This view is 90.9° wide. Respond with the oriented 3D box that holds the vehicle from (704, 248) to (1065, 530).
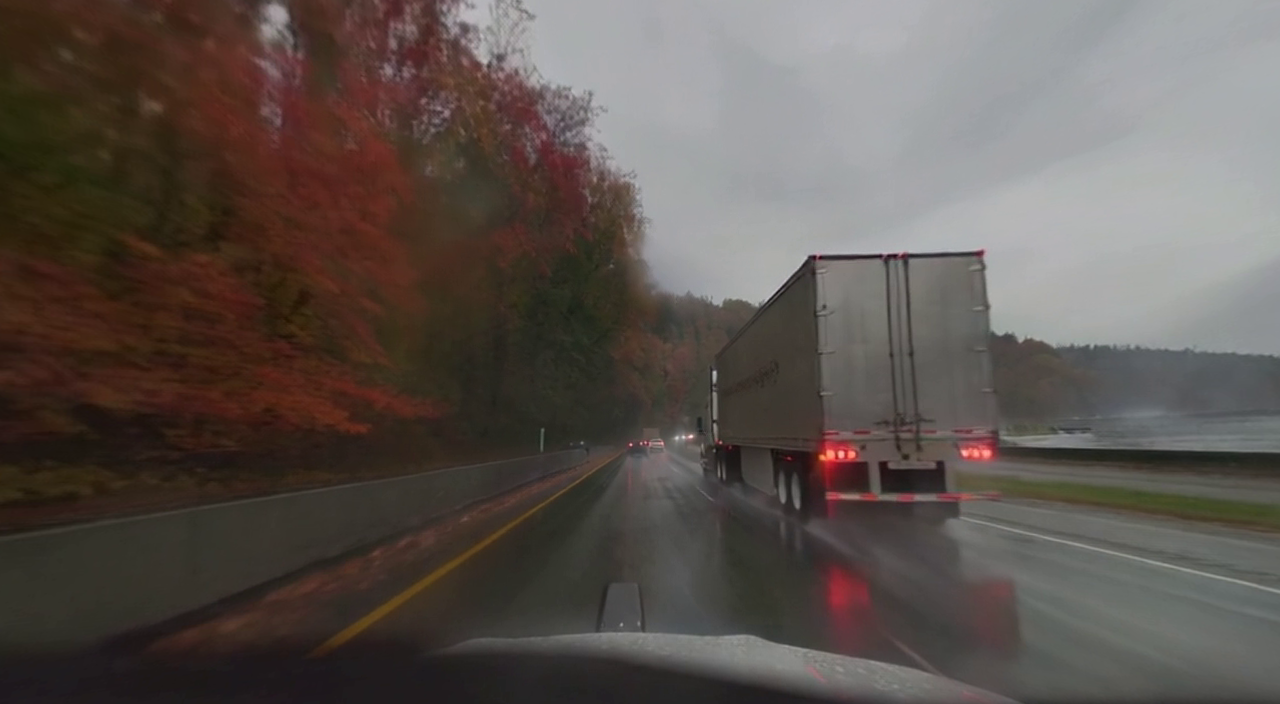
[{"bbox_3d":[4.237,1.545,16.450,3.357,4.101,14.659,0,-8,-1],"label":"vehicle"}]
